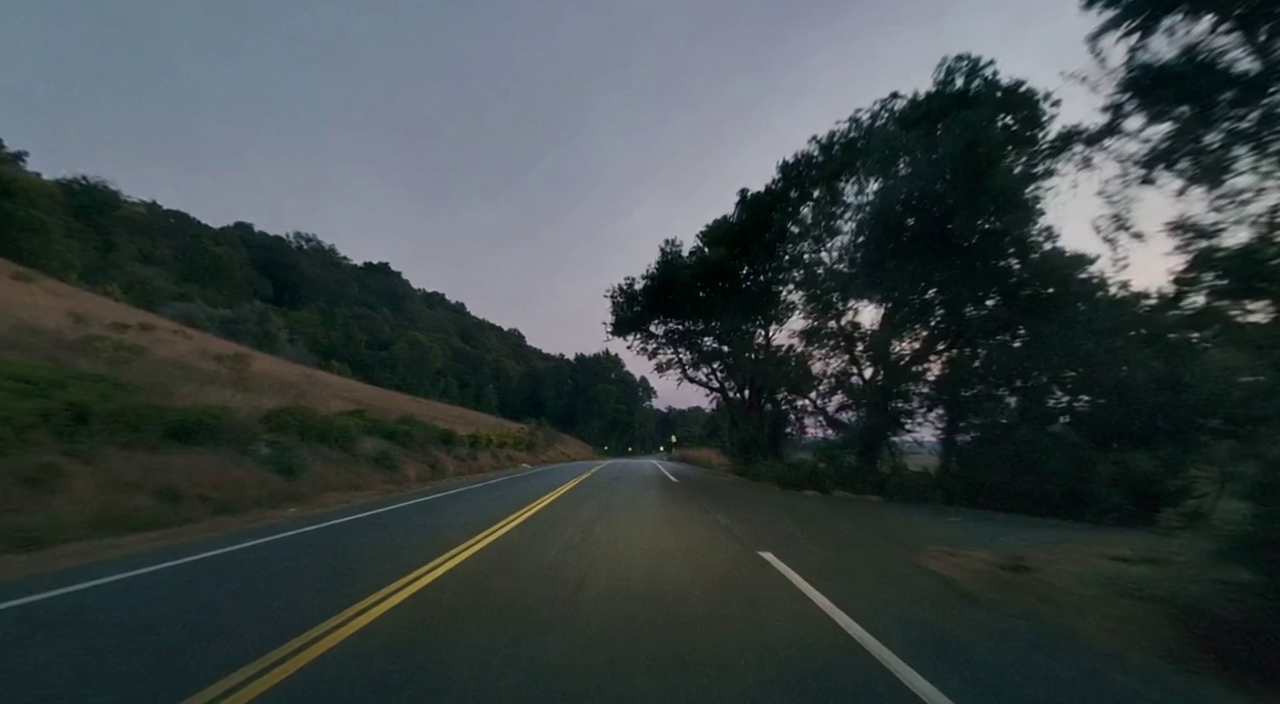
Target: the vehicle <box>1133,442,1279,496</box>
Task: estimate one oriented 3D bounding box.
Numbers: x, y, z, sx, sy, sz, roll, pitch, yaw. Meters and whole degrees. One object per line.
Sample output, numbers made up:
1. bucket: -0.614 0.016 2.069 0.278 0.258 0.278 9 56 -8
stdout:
1. vehicle: 35.331 7.174 39.101 7.025 2.942 2.463 -1 -7 15
